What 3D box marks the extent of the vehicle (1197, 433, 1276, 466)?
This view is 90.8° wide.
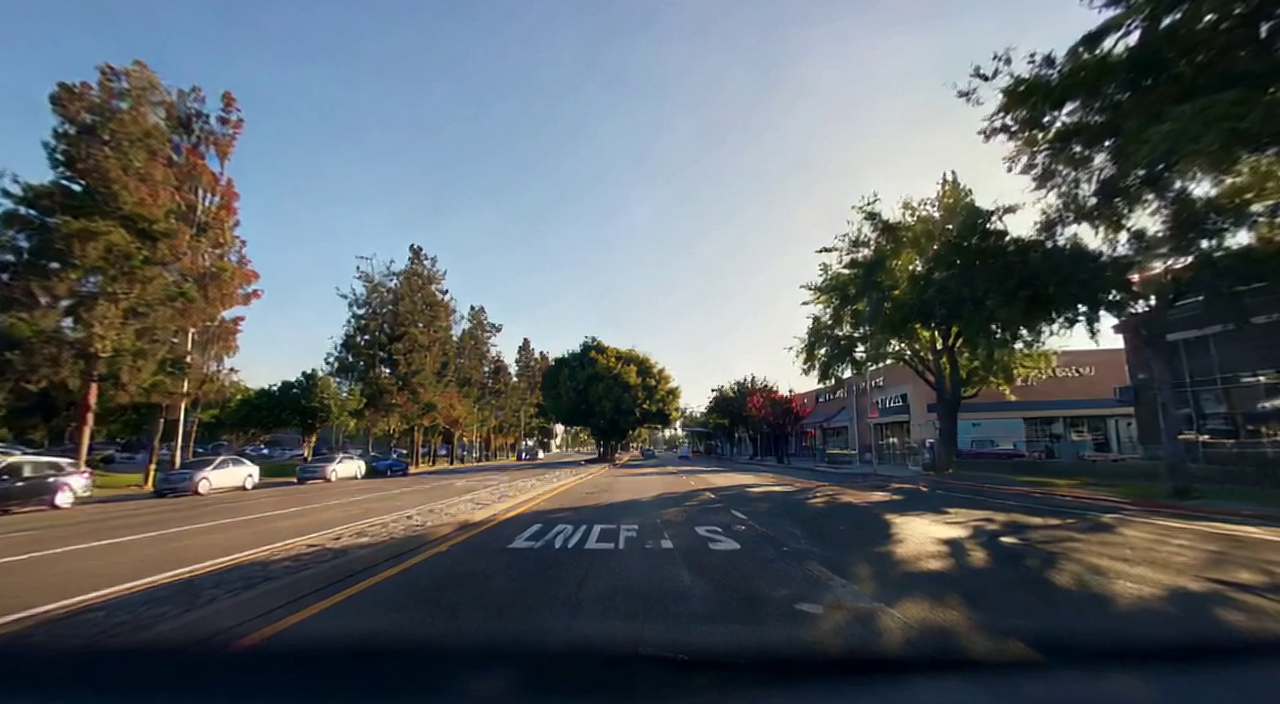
[{"bbox_3d":[28.821,4.683,30.483,4.049,1.473,2.026,6,-10,-37],"label":"vehicle"}]

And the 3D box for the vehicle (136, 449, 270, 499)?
[{"bbox_3d":[-16.624,4.610,24.378,1.898,1.661,4.471,0,-8,1],"label":"vehicle"}]

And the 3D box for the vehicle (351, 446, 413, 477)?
[{"bbox_3d":[-16.840,7.138,41.498,1.993,1.887,4.722,0,-8,0],"label":"vehicle"}]

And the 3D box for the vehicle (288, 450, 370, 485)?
[{"bbox_3d":[-16.638,6.167,34.099,1.944,1.669,4.613,0,-8,1],"label":"vehicle"}]

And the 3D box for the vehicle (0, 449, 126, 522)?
[{"bbox_3d":[-16.480,3.406,16.359,2.191,1.696,4.812,0,-8,1],"label":"vehicle"}]

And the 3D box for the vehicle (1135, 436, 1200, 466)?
[{"bbox_3d":[27.075,5.029,32.371,3.644,1.407,1.718,6,-10,-38],"label":"vehicle"}]
